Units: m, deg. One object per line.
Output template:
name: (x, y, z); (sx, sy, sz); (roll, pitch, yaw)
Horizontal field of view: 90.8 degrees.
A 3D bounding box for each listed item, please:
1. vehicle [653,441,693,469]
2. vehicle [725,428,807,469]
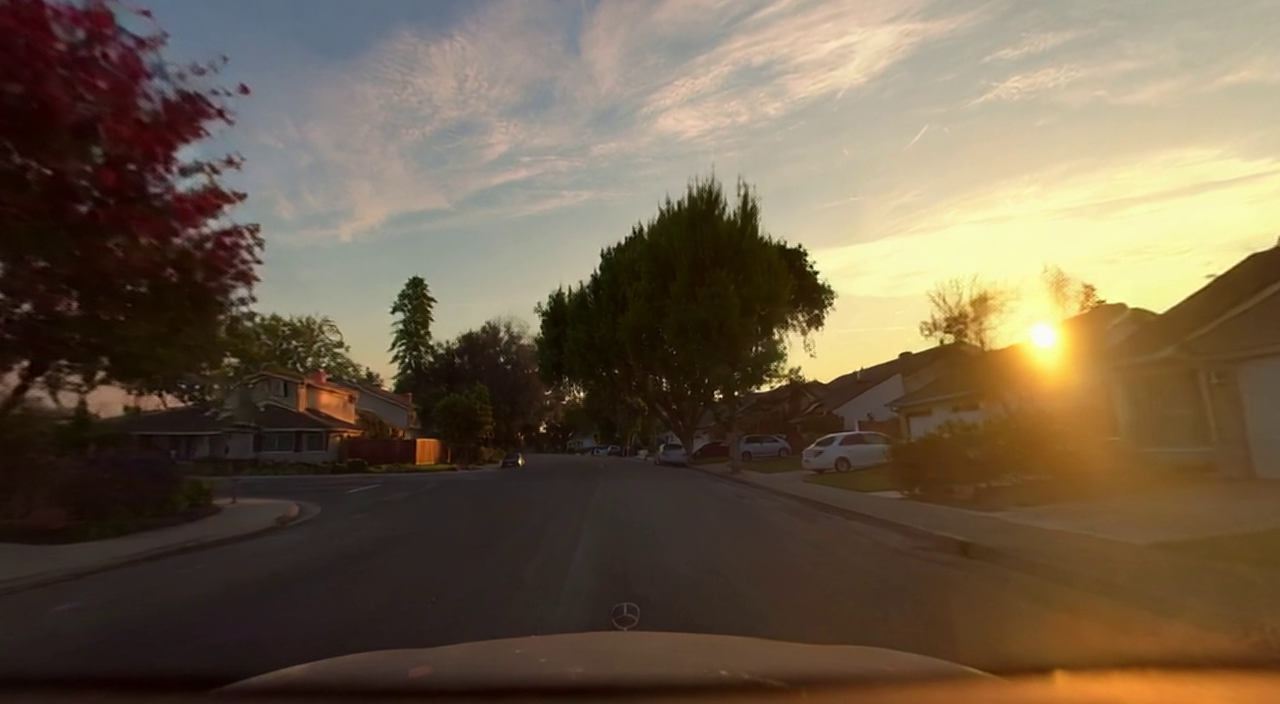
vehicle: (2.449, 7.820, 48.013); (2.214, 1.962, 4.733); (1, -9, -8)
vehicle: (8.393, 6.476, 42.511); (4.801, 2.139, 2.164); (-6, -8, -3)
